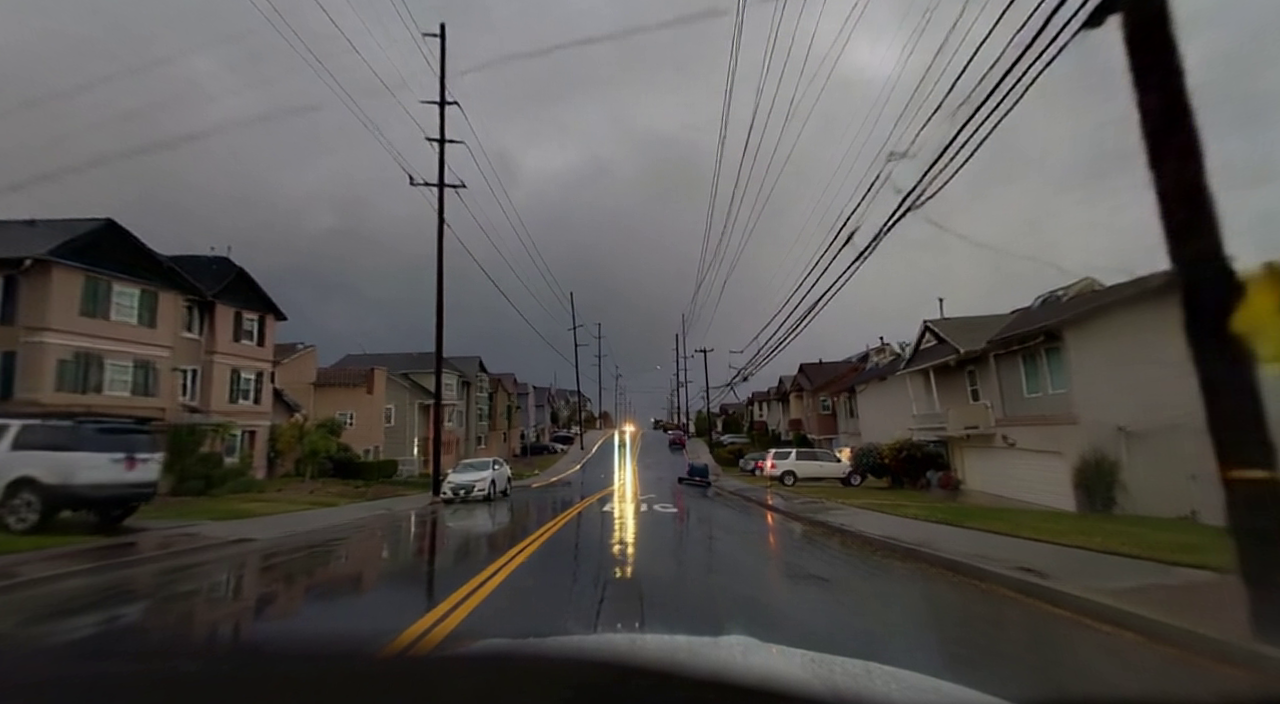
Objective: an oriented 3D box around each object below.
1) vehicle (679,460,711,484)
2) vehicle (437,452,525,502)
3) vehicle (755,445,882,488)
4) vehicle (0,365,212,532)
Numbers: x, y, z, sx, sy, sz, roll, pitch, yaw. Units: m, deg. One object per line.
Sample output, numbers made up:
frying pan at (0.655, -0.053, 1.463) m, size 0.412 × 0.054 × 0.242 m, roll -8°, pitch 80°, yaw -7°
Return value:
vehicle at (3.707, 8.195, 43.116) m, size 2.063 × 1.503 × 4.415 m, roll 0°, pitch -10°, yaw 3°
vehicle at (-6.234, 5.041, 25.285) m, size 2.156 × 1.764 × 4.410 m, roll -2°, pitch -12°, yaw 3°
vehicle at (8.604, 5.547, 30.751) m, size 5.512 × 1.846 × 2.115 m, roll -2°, pitch -8°, yaw 2°
vehicle at (-12.486, 2.110, 12.799) m, size 5.503 × 2.906 × 2.584 m, roll -3°, pitch -14°, yaw 0°
